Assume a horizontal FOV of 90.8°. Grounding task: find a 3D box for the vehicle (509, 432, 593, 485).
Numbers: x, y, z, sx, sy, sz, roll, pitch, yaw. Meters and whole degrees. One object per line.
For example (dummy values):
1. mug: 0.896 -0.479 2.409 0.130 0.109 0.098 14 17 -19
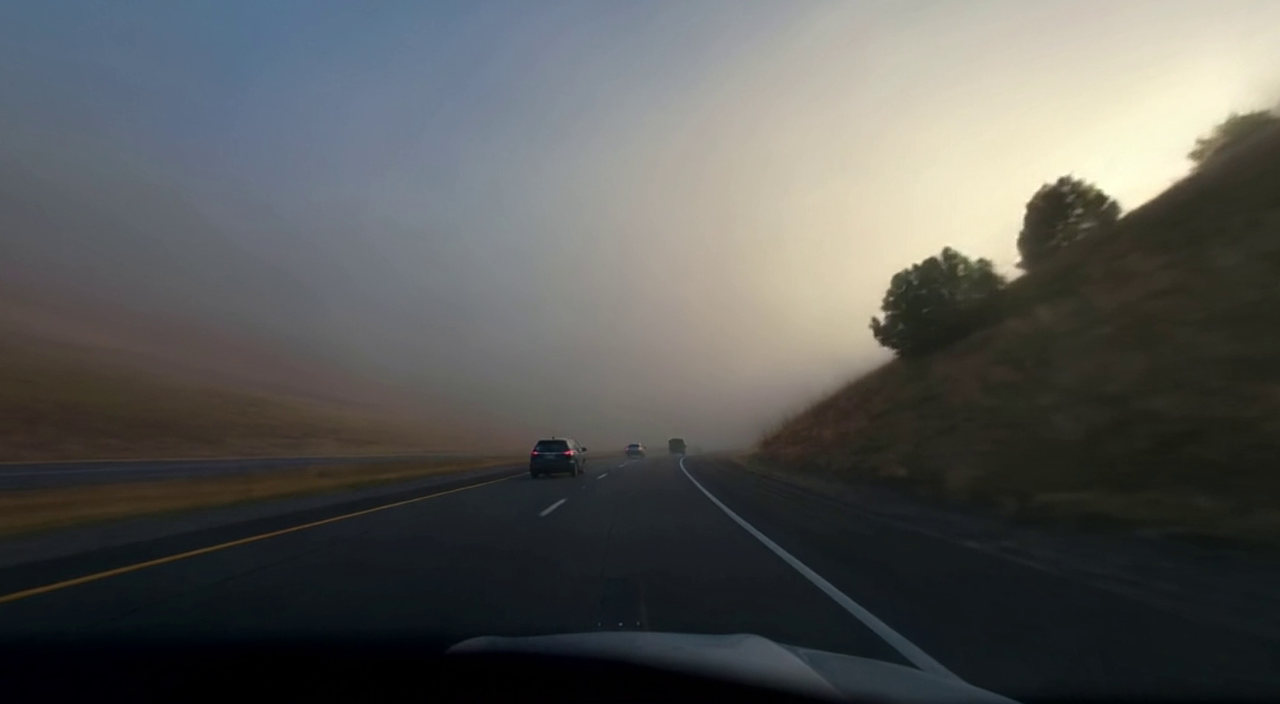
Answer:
1. vehicle: -3.158 3.910 23.487 2.252 1.743 4.560 0 -8 3
